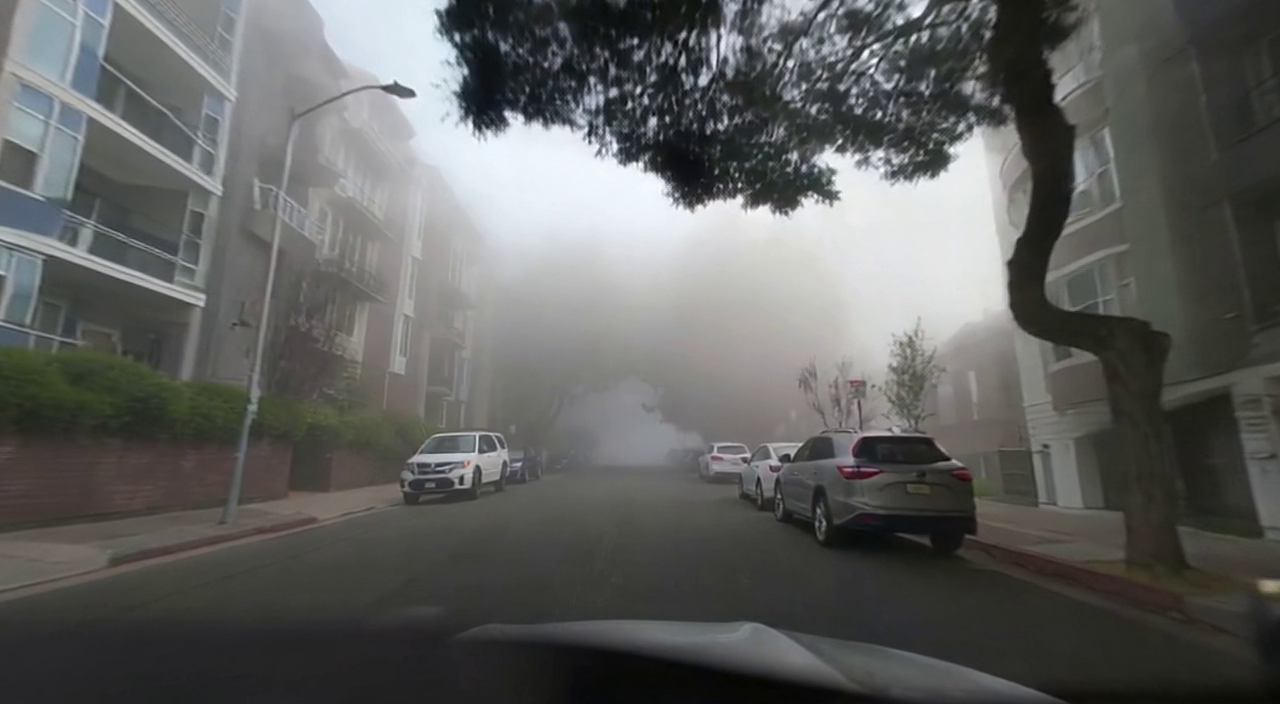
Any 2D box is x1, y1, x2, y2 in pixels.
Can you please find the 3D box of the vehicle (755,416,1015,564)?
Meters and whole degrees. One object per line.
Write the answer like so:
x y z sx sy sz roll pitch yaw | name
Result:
3.473 2.073 10.357 2.216 1.790 5.077 0 -8 0 | vehicle

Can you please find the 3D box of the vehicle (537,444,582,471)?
-5.450 7.266 43.627 2.222 1.735 5.215 -1 -8 2 | vehicle

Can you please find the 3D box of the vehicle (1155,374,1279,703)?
3.641 0.631 0.494 2.184 1.661 4.940 0 -8 -2 | vehicle

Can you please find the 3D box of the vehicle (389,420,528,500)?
-5.530 3.495 20.333 2.596 2.152 5.689 -1 -10 2 | vehicle
